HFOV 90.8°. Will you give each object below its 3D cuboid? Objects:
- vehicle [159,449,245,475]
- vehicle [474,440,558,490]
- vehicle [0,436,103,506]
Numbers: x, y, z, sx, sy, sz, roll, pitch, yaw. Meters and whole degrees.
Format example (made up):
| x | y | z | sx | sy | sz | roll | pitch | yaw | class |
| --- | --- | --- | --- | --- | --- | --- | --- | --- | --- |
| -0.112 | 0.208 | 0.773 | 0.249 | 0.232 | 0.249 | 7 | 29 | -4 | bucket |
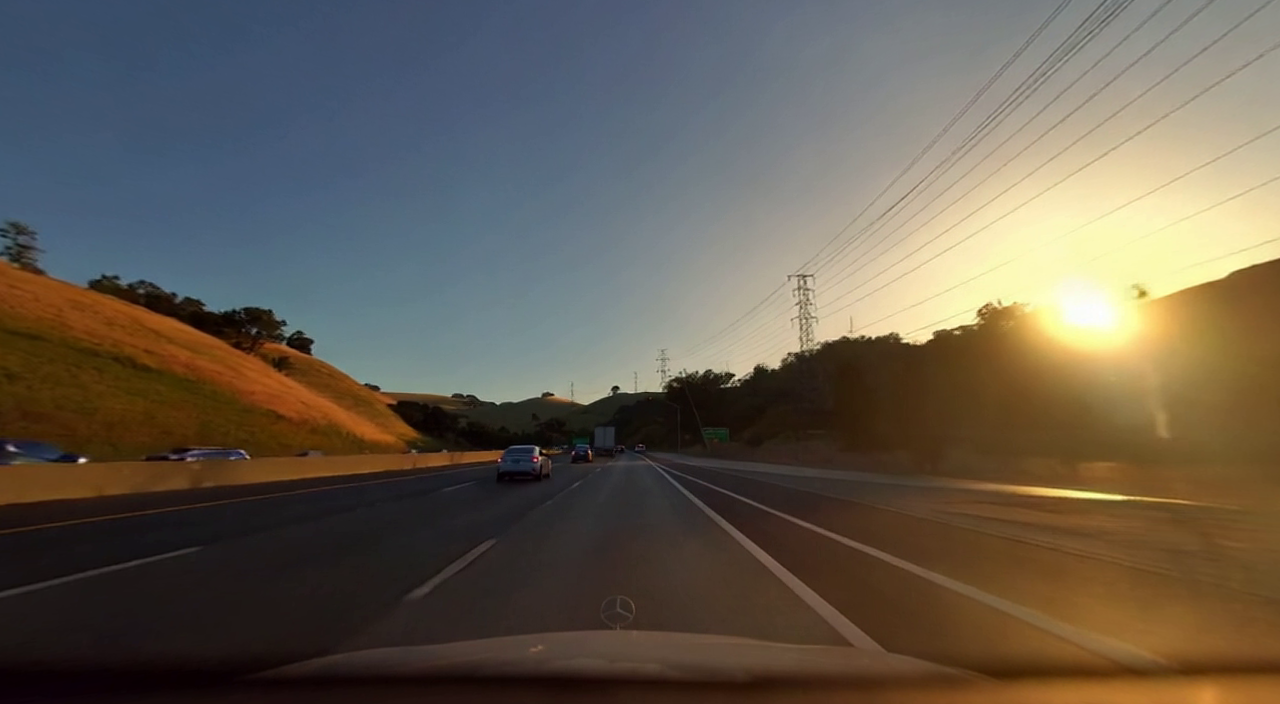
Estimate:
| x | y | z | sx | sy | sz | roll | pitch | yaw | class |
| --- | --- | --- | --- | --- | --- | --- | --- | --- | --- |
| -26.089 | 6.533 | 37.810 | 1.841 | 1.449 | 4.570 | 0 | -9 | 0 | vehicle |
| -4.166 | 3.856 | 21.979 | 1.963 | 1.533 | 4.477 | 0 | -9 | 0 | vehicle |
| -14.823 | 2.550 | 13.492 | 2.015 | 1.505 | 5.310 | 0 | -9 | 0 | vehicle |
